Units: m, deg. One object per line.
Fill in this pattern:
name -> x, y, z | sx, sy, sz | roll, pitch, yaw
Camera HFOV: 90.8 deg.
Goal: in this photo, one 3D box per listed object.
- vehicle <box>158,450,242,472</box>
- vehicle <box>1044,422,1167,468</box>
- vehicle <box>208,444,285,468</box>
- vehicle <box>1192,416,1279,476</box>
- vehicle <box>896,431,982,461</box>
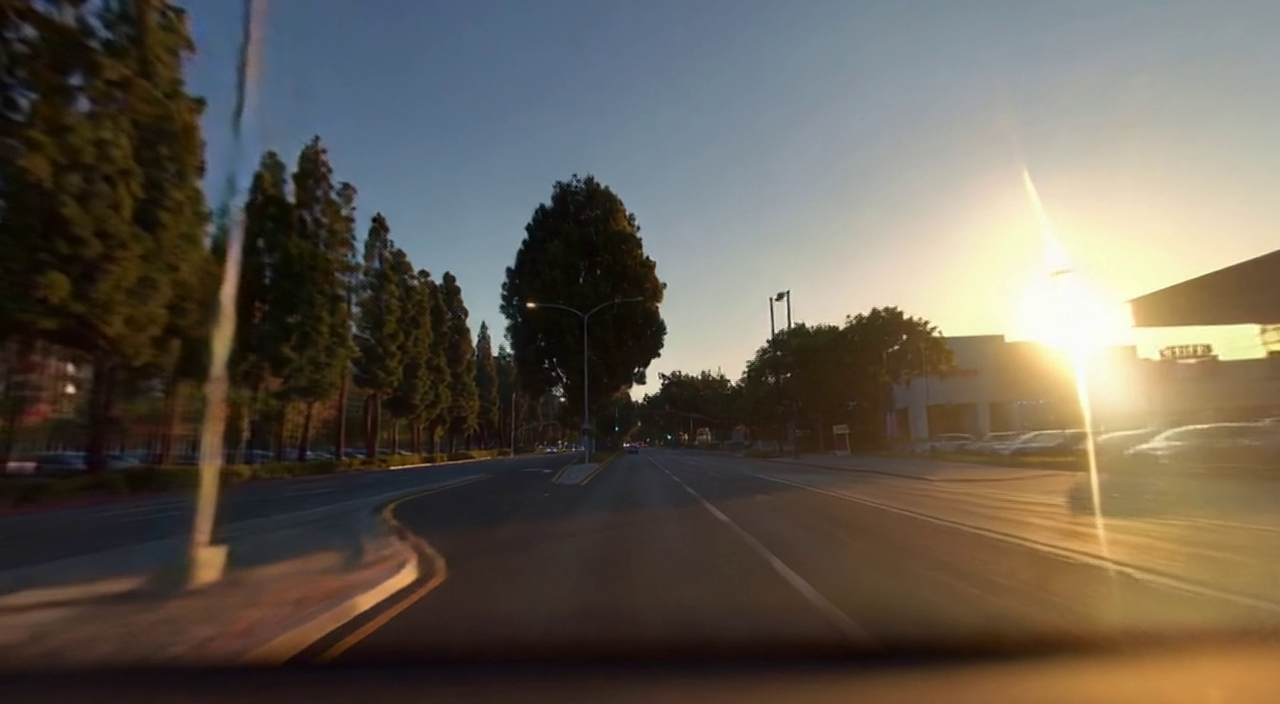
vehicle -> -30.337, 7.525, 43.613 | 4.401, 1.460, 1.825 | 0, -8, -1
vehicle -> 18.284, 3.652, 24.798 | 4.493, 1.632, 1.985 | 4, -10, -28
vehicle -> -30.236, 8.018, 48.619 | 4.528, 1.695, 1.945 | -1, -9, -3
vehicle -> 18.941, 2.838, 19.088 | 4.515, 1.606, 1.910 | 5, -10, -30
vehicle -> 17.584, 5.502, 37.115 | 4.638, 1.648, 1.887 | 4, -9, -24
